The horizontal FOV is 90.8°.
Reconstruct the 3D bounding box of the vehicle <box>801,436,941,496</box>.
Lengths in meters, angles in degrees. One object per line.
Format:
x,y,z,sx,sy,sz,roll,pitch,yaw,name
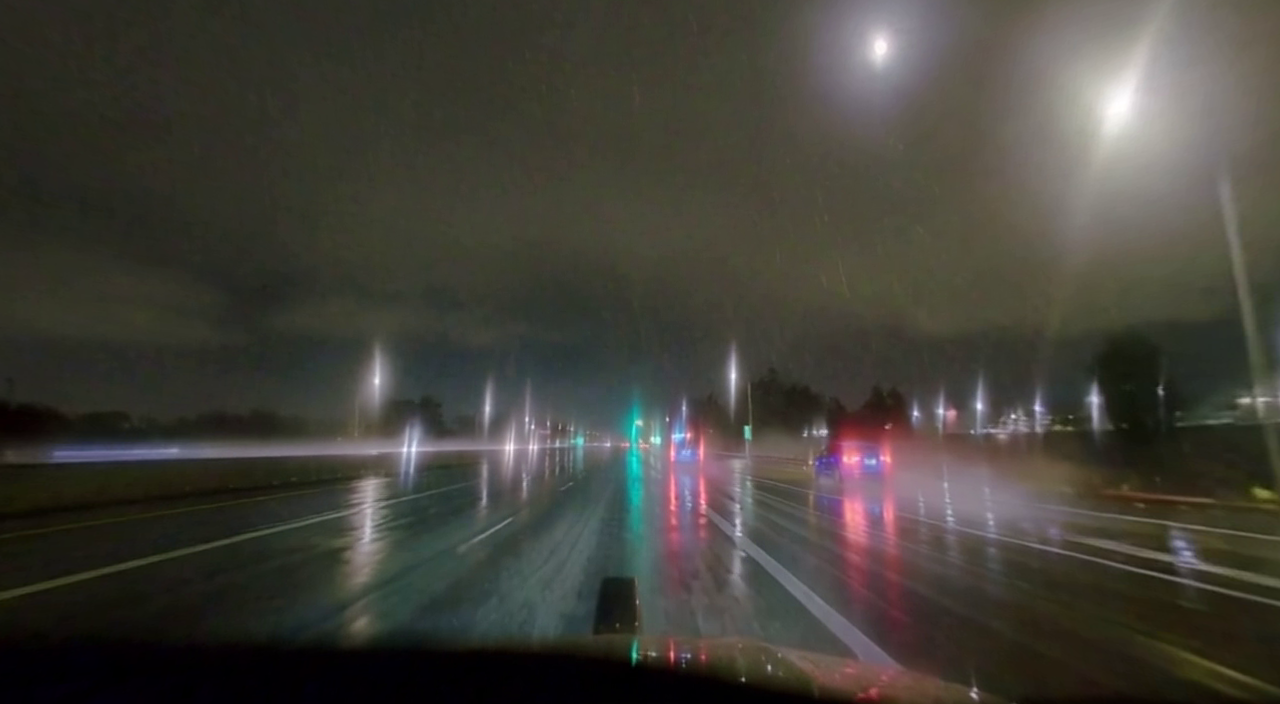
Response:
6.601,3.322,18.850,2.227,1.522,5.041,0,-8,-1,vehicle

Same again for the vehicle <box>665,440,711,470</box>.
2.657,5.841,36.120,2.270,1.615,3.770,0,-8,-1,vehicle
